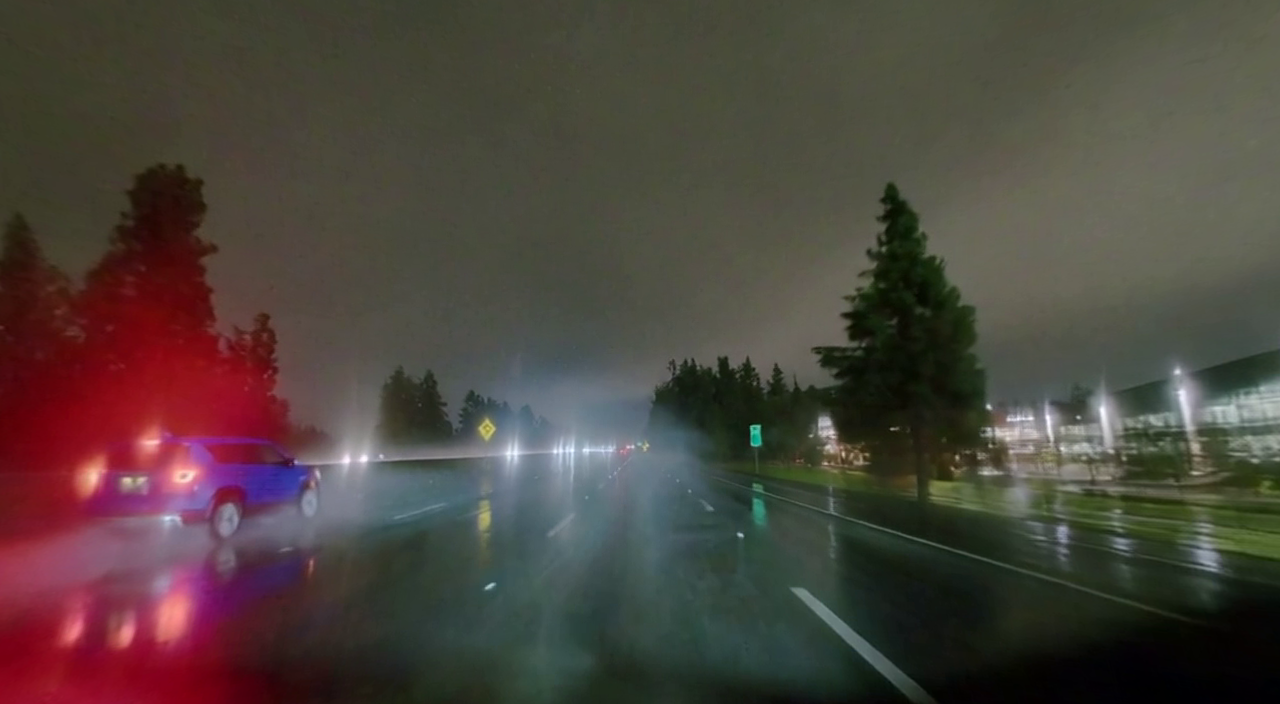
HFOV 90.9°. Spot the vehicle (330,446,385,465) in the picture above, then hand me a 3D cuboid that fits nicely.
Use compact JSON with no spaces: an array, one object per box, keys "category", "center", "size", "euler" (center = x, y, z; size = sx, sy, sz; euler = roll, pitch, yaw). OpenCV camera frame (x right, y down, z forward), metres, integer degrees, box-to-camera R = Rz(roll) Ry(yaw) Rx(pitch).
[{"category":"vehicle","center":[-20.857,7.651,46.790],"size":[1.906,1.339,4.595],"euler":[0,-8,1]}]

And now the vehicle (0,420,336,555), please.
[{"category":"vehicle","center":[-7.323,2.083,10.485],"size":[2.148,1.709,4.678],"euler":[0,-8,1]}]
